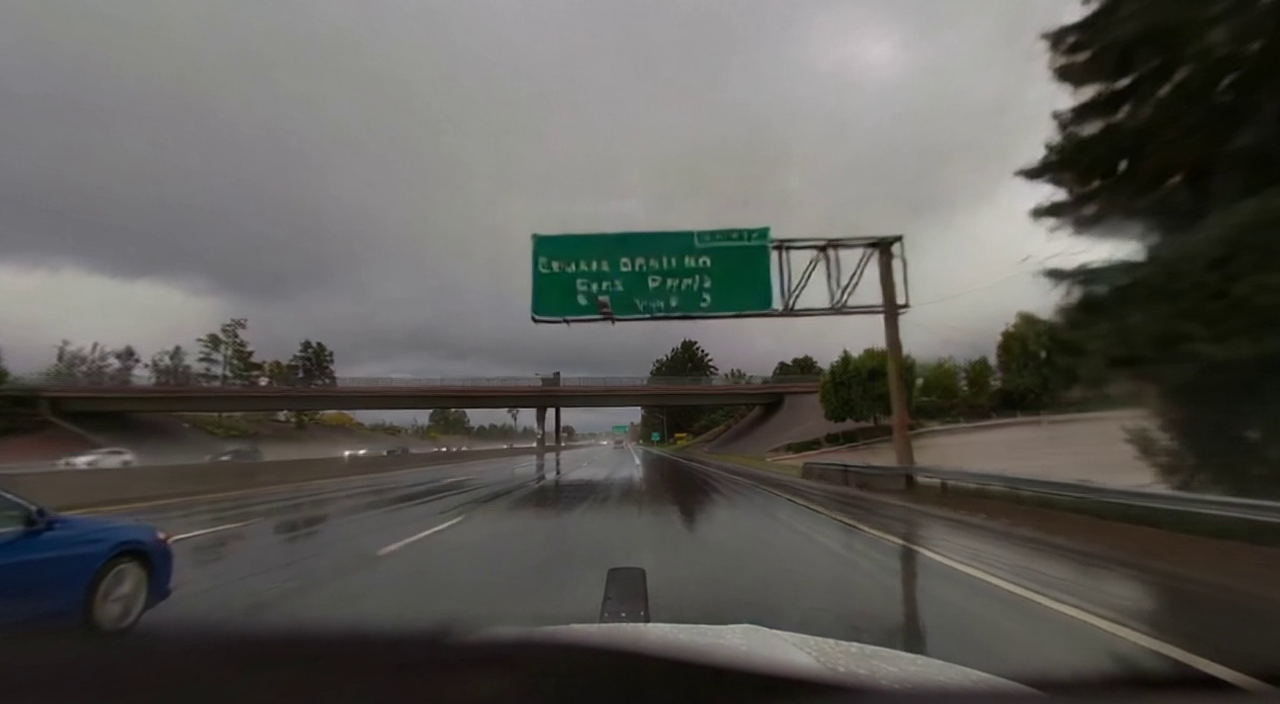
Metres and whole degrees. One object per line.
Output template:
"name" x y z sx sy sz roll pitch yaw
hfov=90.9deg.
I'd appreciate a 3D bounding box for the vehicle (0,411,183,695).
"vehicle" -4.567 0.956 2.494 2.105 1.551 4.602 0 -9 -1
